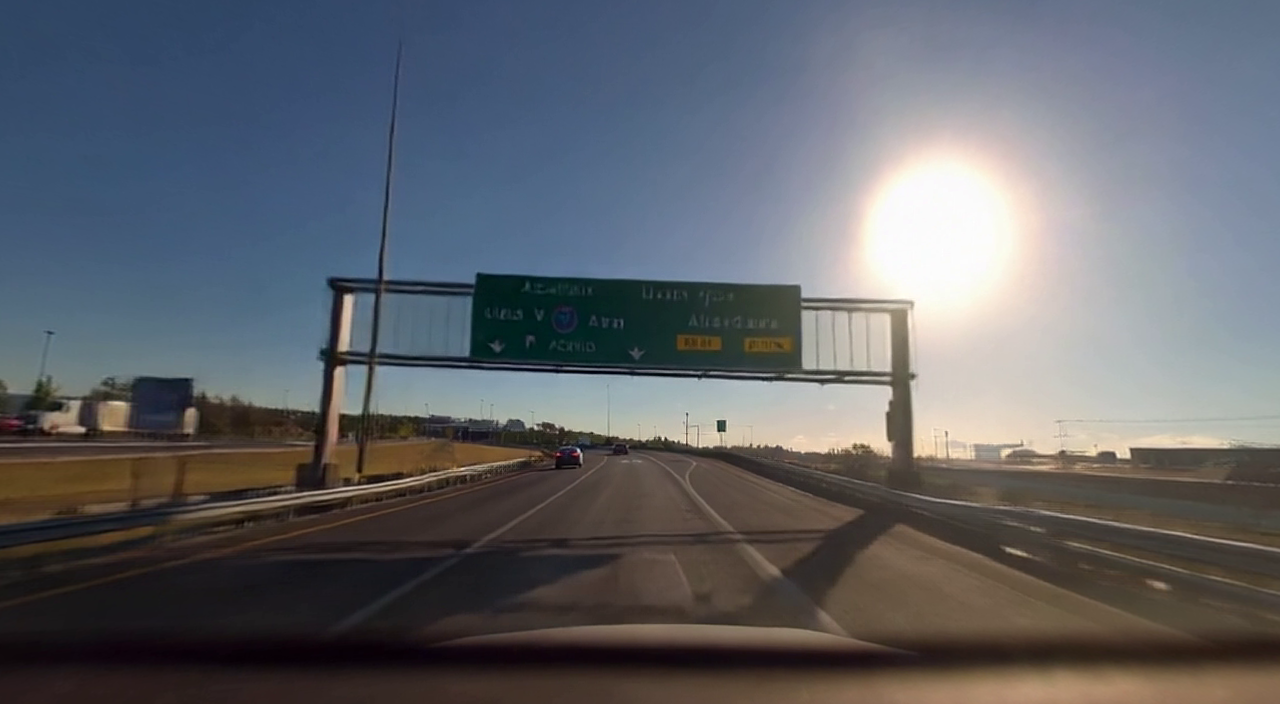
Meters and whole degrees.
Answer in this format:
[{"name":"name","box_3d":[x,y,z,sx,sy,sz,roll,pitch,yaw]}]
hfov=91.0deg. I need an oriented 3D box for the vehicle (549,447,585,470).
[{"name":"vehicle","box_3d":[-5.198,7.660,45.462,2.234,1.588,4.484,1,-9,-3]}]
